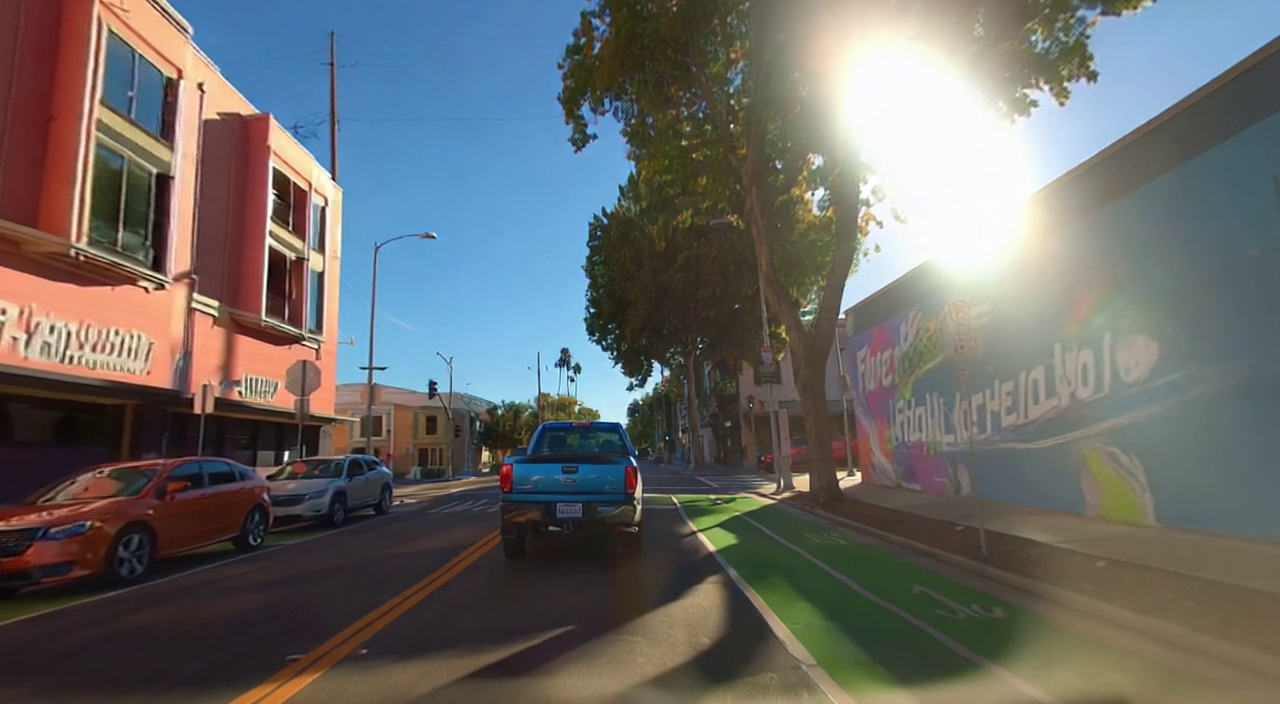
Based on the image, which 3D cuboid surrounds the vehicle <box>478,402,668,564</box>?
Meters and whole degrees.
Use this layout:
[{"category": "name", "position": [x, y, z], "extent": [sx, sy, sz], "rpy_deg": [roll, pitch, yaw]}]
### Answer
[{"category": "vehicle", "position": [-0.768, 1.881, 9.791], "extent": [2.215, 1.882, 4.611], "rpy_deg": [0, -8, 0]}]

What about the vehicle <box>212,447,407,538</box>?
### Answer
[{"category": "vehicle", "position": [-7.406, 3.124, 14.922], "extent": [1.884, 1.730, 5.076], "rpy_deg": [0, -8, 0]}]

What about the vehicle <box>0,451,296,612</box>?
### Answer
[{"category": "vehicle", "position": [-7.174, 2.335, 9.251], "extent": [1.882, 1.686, 4.489], "rpy_deg": [0, -8, -2]}]
